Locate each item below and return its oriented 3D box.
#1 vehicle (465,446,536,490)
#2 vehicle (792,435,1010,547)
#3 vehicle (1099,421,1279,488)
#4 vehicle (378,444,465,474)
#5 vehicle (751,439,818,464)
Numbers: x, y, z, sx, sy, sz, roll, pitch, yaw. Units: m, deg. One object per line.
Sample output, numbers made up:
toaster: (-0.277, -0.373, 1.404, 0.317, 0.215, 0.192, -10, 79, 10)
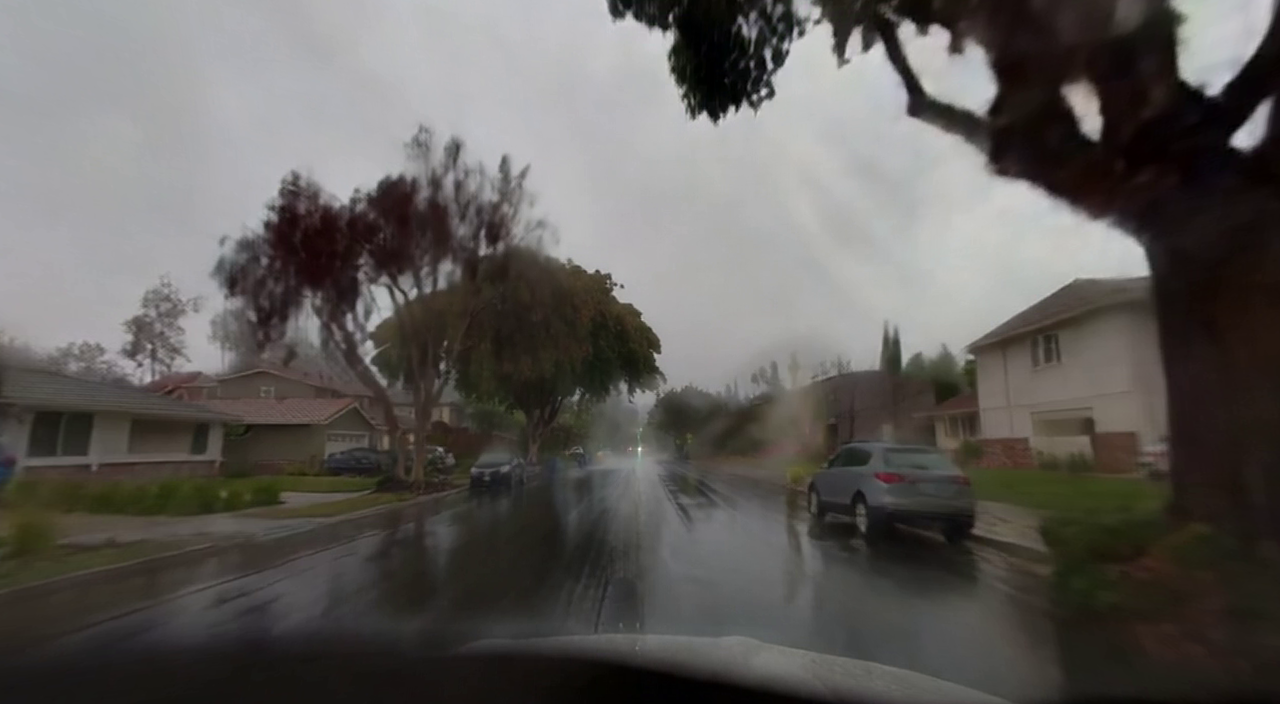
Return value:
vehicle: (-5.713, 4.786, 26.428, 1.944, 1.621, 4.187, -1, -9, 1)
vehicle: (4.258, 2.316, 11.263, 1.996, 1.585, 4.371, 0, -9, 0)
vehicle: (14.574, 2.564, 15.857, 4.584, 1.525, 2.018, -5, -10, 28)
vehicle: (-12.215, 5.981, 35.444, 4.135, 1.567, 1.944, 0, -9, 2)
vehicle: (11.269, 7.772, 49.428, 4.626, 1.880, 1.980, 1, -9, -9)
